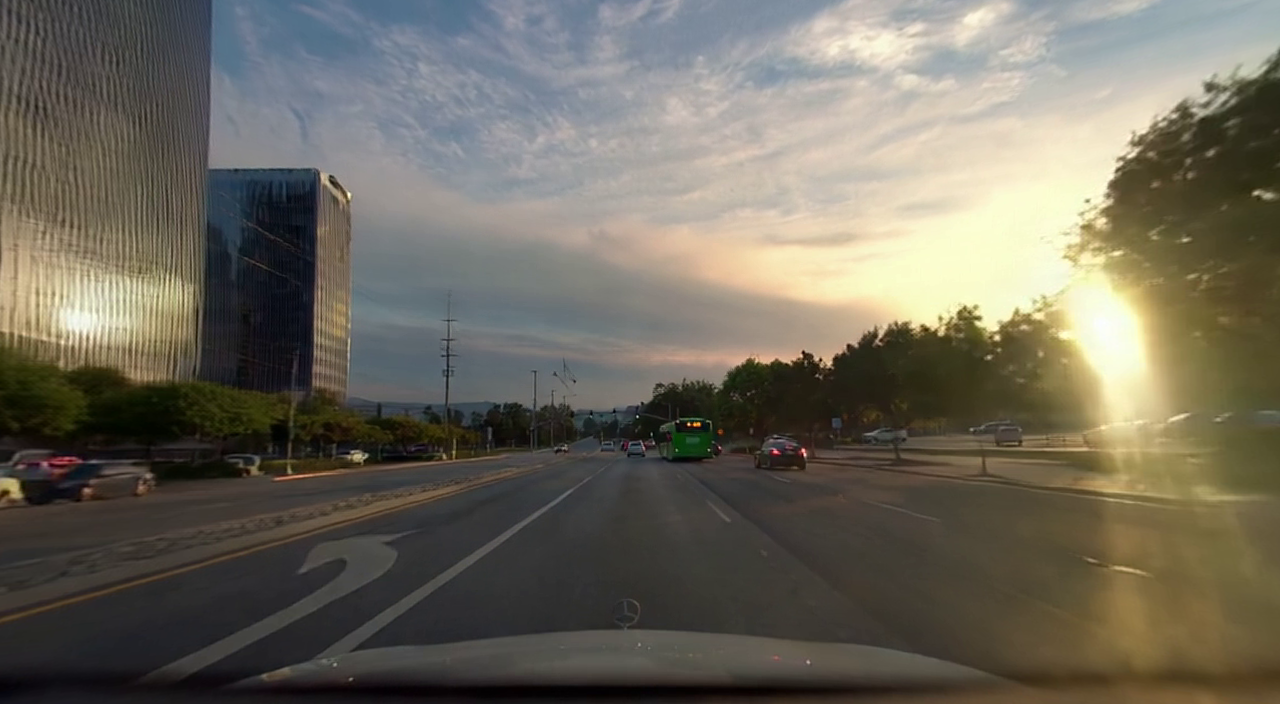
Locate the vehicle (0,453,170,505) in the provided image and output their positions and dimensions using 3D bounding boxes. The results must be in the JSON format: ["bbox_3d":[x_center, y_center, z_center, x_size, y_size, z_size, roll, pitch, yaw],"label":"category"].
[{"bbox_3d":[-18.645,4.204,21.434,1.861,1.499,4.605,0,-9,-1],"label":"vehicle"}]

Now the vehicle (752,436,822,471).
[{"bbox_3d":[6.590,4.618,28.801,1.992,1.447,4.414,1,-9,-2],"label":"vehicle"}]
